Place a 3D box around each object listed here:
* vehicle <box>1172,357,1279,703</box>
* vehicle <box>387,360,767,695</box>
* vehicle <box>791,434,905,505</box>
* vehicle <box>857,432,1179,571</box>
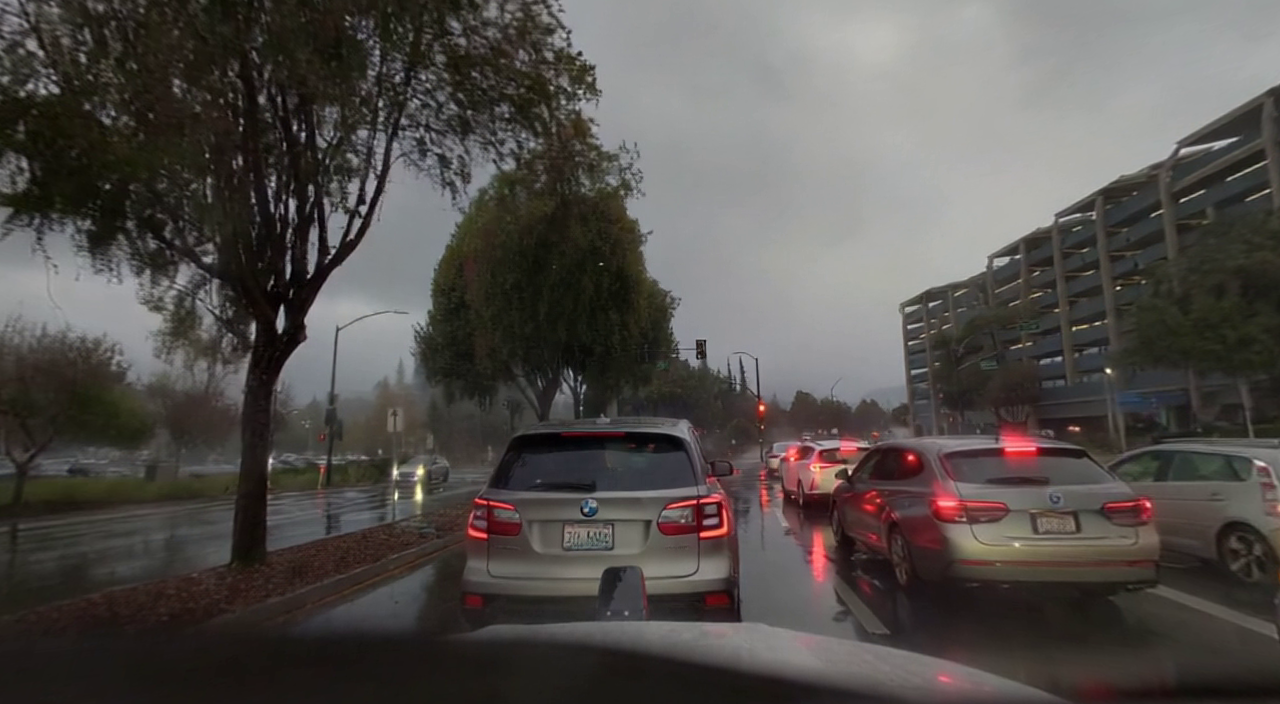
[{"bbox_3d":[4.066,0.602,1.107,1.993,1.719,4.953,0,-8,1],"label":"vehicle"},{"bbox_3d":[-0.210,1.235,5.565,2.021,1.742,4.295,-1,-8,4],"label":"vehicle"},{"bbox_3d":[5.327,3.038,16.736,1.994,1.638,4.100,-1,-9,6],"label":"vehicle"},{"bbox_3d":[4.900,1.967,9.183,1.963,1.480,4.553,0,-8,2],"label":"vehicle"}]
